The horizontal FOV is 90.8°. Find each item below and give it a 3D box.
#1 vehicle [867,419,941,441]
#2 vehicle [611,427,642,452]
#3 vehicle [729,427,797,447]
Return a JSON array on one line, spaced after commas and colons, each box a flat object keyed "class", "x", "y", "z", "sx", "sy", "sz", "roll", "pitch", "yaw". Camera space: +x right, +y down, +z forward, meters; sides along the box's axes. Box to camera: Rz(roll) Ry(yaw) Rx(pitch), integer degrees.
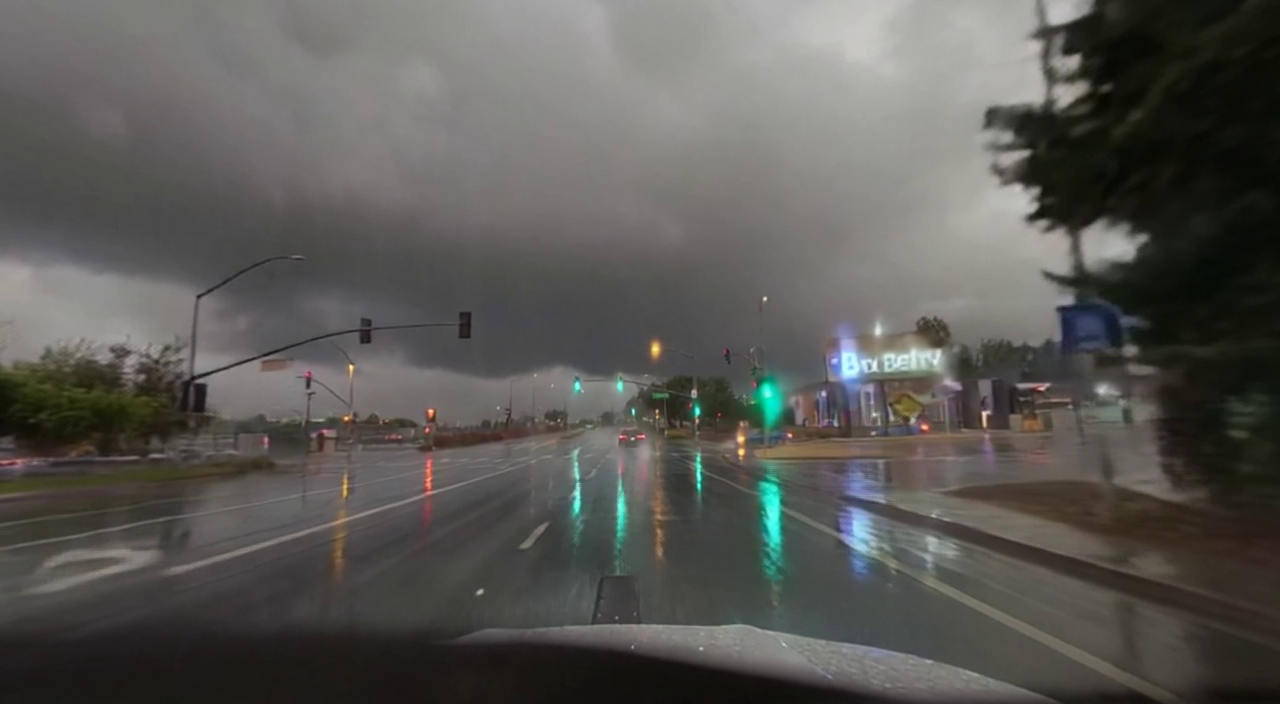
[{"class": "vehicle", "x": 20.200, "y": 6.021, "z": 48.496, "sx": 4.710, "sy": 1.588, "sz": 2.053, "roll": 0, "pitch": -8, "yaw": -2}, {"class": "vehicle", "x": -0.926, "y": 6.088, "z": 43.979, "sx": 2.024, "sy": 1.628, "sz": 4.774, "roll": 0, "pitch": -8, "yaw": -1}, {"class": "vehicle", "x": 9.370, "y": 6.519, "z": 48.367, "sx": 4.794, "sy": 1.511, "sz": 1.992, "roll": 1, "pitch": -8, "yaw": -3}]
